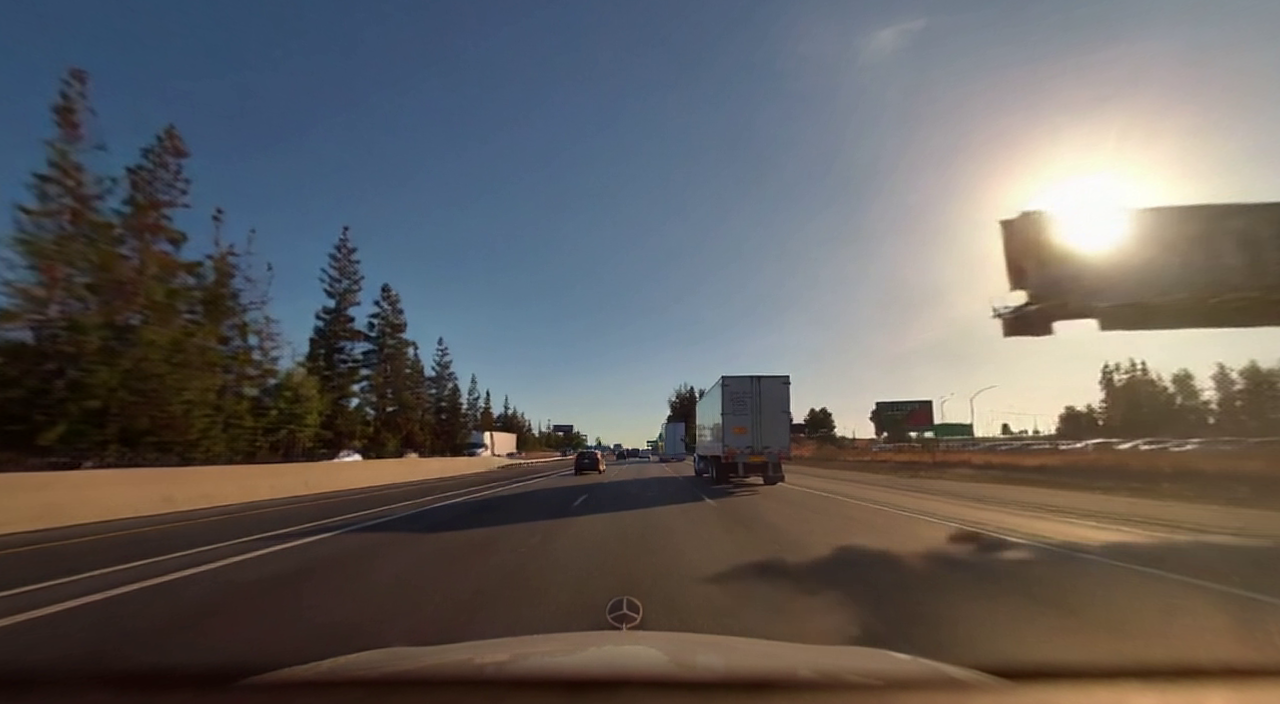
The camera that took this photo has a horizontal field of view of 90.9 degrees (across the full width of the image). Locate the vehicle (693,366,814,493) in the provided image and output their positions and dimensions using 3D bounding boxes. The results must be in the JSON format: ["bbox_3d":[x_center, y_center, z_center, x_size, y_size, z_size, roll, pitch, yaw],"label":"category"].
[{"bbox_3d":[4.433,3.685,28.460,2.826,4.269,14.176,0,-9,0],"label":"vehicle"}]

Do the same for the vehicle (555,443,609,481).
[{"bbox_3d":[-2.923,5.695,32.883,2.291,1.788,4.825,0,-9,1],"label":"vehicle"}]
